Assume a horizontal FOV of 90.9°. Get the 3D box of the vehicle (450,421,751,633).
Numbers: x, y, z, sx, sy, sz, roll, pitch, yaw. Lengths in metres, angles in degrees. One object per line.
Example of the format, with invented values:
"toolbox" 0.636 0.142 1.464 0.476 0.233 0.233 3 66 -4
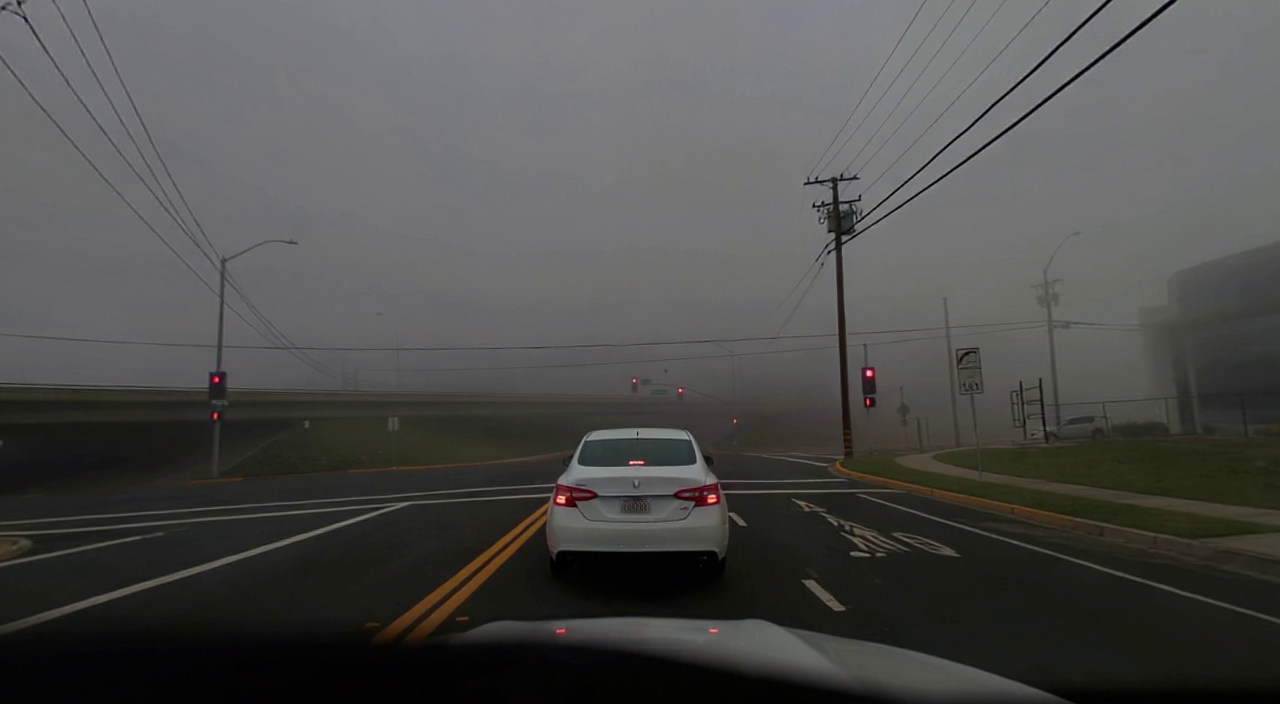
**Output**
"vehicle" -0.245 1.530 6.477 2.090 1.458 4.033 -1 -9 1
